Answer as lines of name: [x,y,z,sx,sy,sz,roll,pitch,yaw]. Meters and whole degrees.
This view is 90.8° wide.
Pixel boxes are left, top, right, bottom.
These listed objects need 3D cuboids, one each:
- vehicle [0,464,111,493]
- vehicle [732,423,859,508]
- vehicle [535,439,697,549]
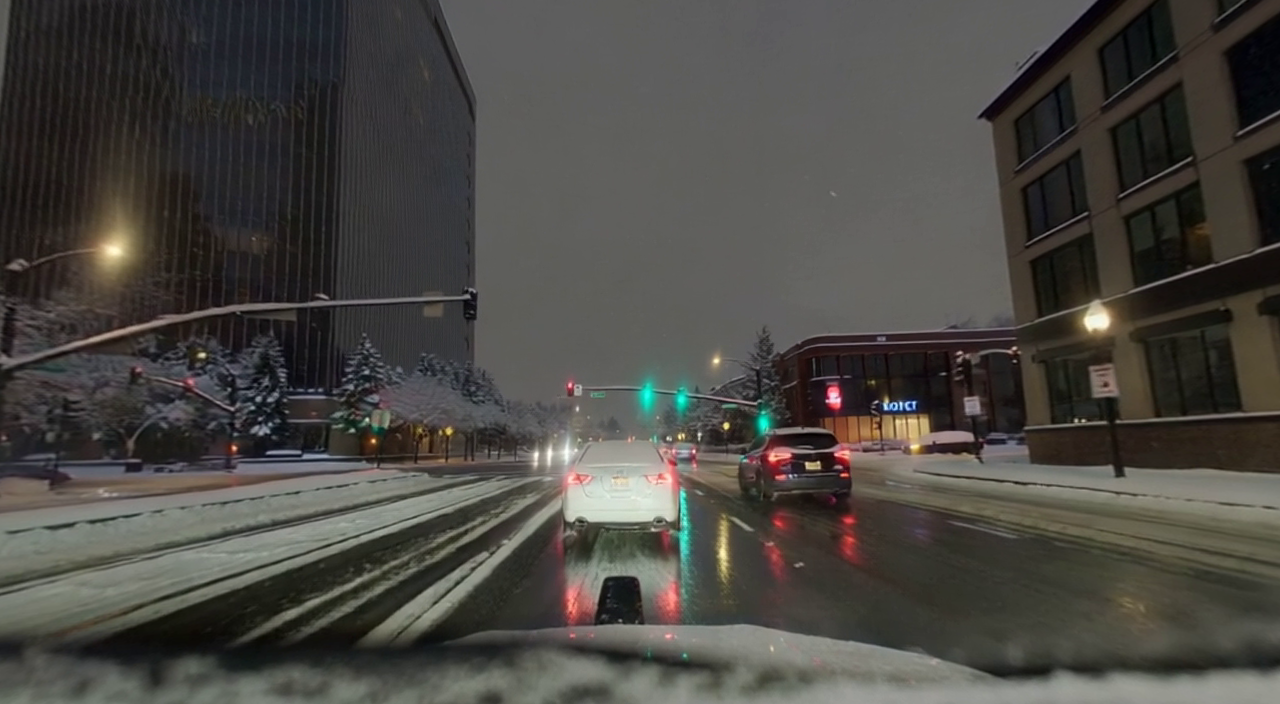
vehicle: [-34.814,7.498,37.617,4.470,1.556,2.231,1,-8,-3]
vehicle: [3.661,2.712,15.723,2.078,1.799,4.089,0,-7,-1]
vehicle: [-0.351,2.154,10.379,2.144,1.398,3.963,1,-7,-1]
